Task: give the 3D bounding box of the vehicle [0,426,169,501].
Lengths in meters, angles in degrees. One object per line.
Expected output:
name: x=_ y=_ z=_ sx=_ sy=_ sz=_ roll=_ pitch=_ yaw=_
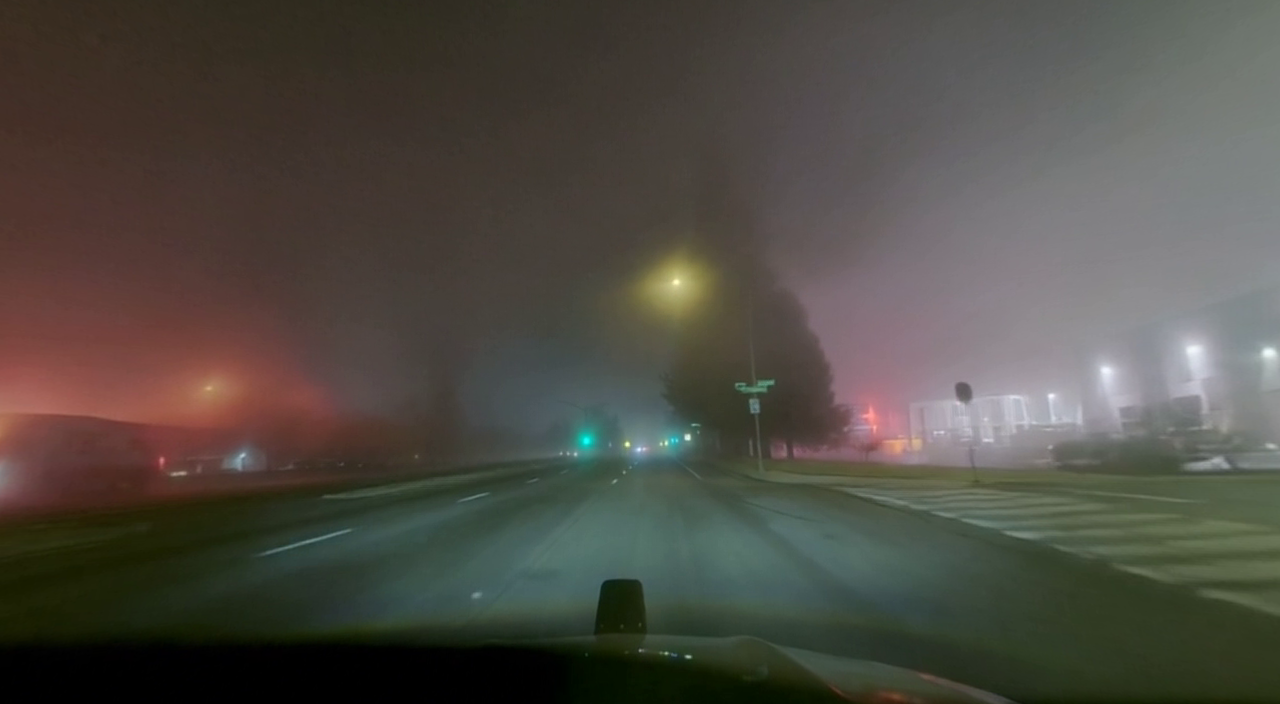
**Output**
vehicle: x=-34.679 y=6.601 z=38.076 sx=2.955 sy=3.868 sz=11.255 roll=-1 pitch=-8 yaw=5
